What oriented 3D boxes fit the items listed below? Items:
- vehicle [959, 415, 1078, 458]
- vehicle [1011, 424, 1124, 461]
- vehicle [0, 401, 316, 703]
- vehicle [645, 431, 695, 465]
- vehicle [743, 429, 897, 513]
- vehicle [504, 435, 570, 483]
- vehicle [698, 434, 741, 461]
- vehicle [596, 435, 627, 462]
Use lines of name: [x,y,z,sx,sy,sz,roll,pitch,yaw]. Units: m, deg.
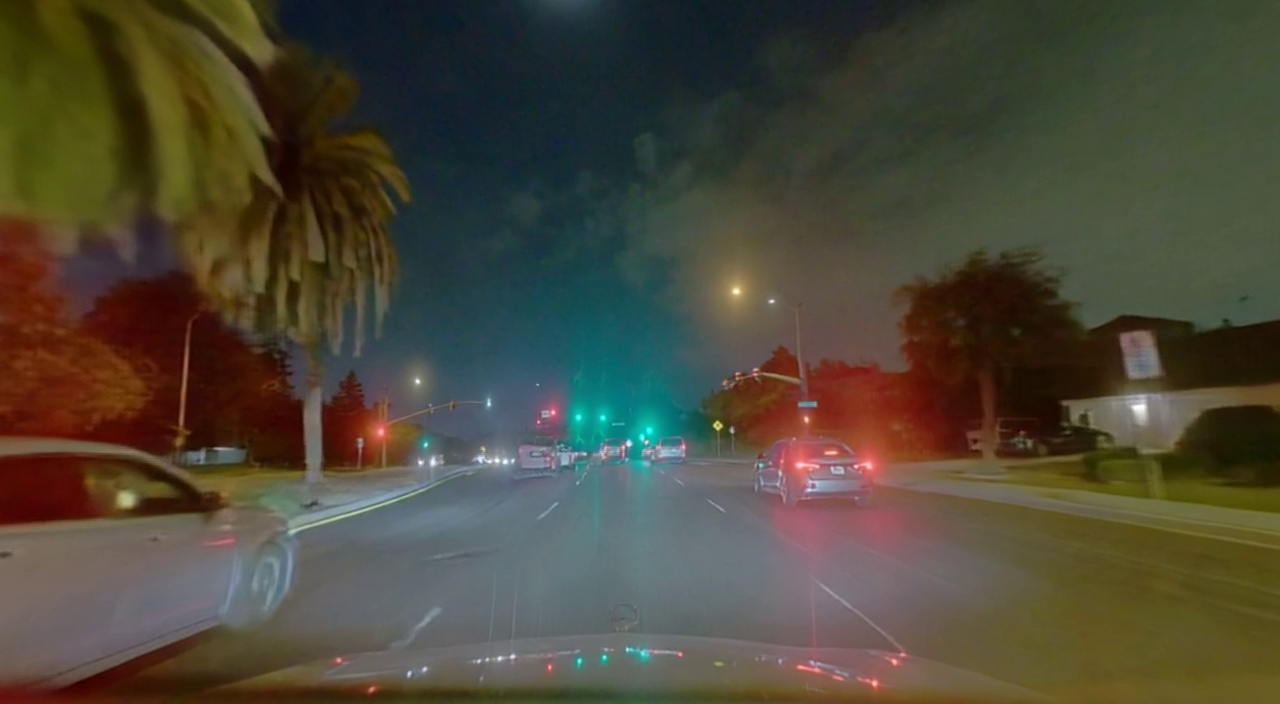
vehicle: [19.165,4.306,32.027,5.335,2.053,2.123,3,-9,-20]
vehicle: [19.414,4.075,28.688,4.372,1.425,1.833,0,-8,-18]
vehicle: [-3.489,0.987,2.796,1.924,1.473,4.200,0,-8,-1]
vehicle: [1.807,6.048,39.972,2.391,1.960,5.600,0,-8,-5]
vehicle: [3.581,2.435,13.401,1.870,1.491,4.009,0,-8,-3]
vehicle: [-3.672,3.872,23.214,1.922,1.577,4.140,0,-8,-3]
vehicle: [5.485,6.653,43.987,2.011,1.805,4.260,1,-9,-6]
vehicle: [-2.214,7.303,47.850,2.164,1.867,4.254,0,-8,-6]
